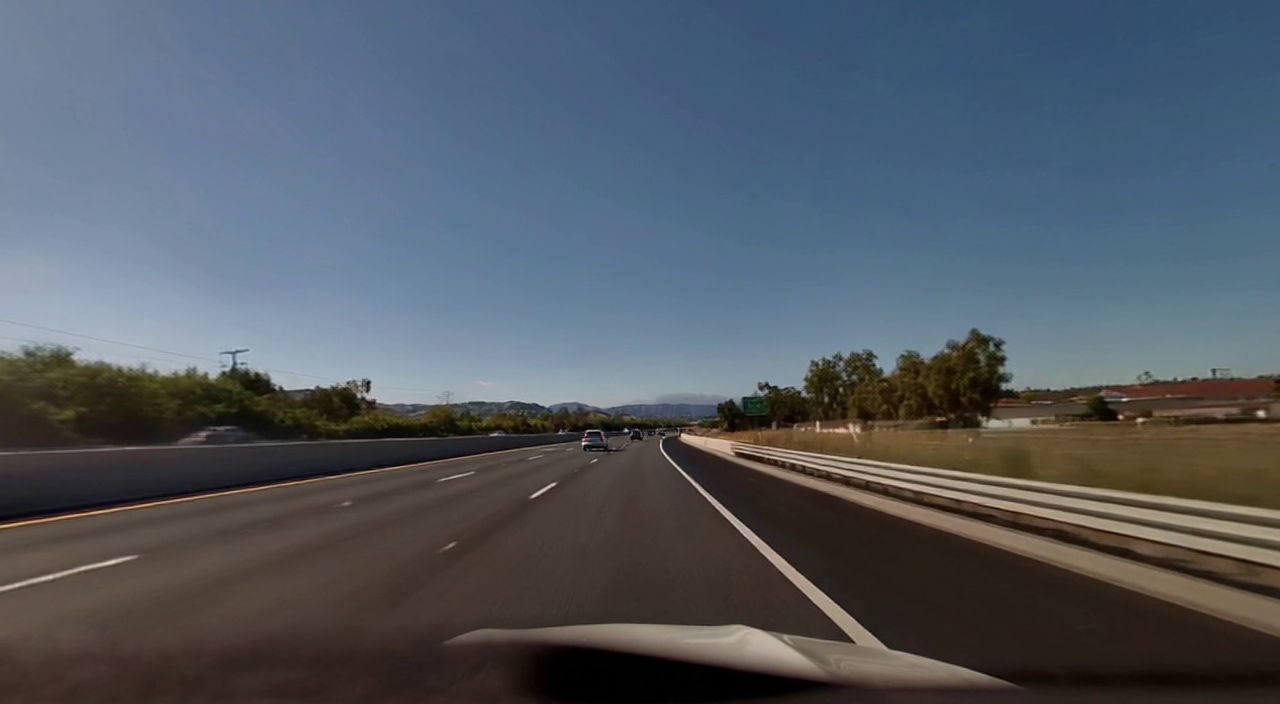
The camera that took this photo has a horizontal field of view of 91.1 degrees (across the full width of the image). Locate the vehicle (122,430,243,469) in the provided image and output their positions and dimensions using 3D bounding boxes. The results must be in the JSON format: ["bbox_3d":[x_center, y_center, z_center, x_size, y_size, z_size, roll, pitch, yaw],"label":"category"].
[{"bbox_3d":[-19.359,4.125,26.872,1.881,1.517,4.312,0,-8,1],"label":"vehicle"}]

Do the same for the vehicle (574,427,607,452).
[{"bbox_3d":[-3.649,6.530,47.012,1.980,1.721,4.419,0,-8,1],"label":"vehicle"}]
